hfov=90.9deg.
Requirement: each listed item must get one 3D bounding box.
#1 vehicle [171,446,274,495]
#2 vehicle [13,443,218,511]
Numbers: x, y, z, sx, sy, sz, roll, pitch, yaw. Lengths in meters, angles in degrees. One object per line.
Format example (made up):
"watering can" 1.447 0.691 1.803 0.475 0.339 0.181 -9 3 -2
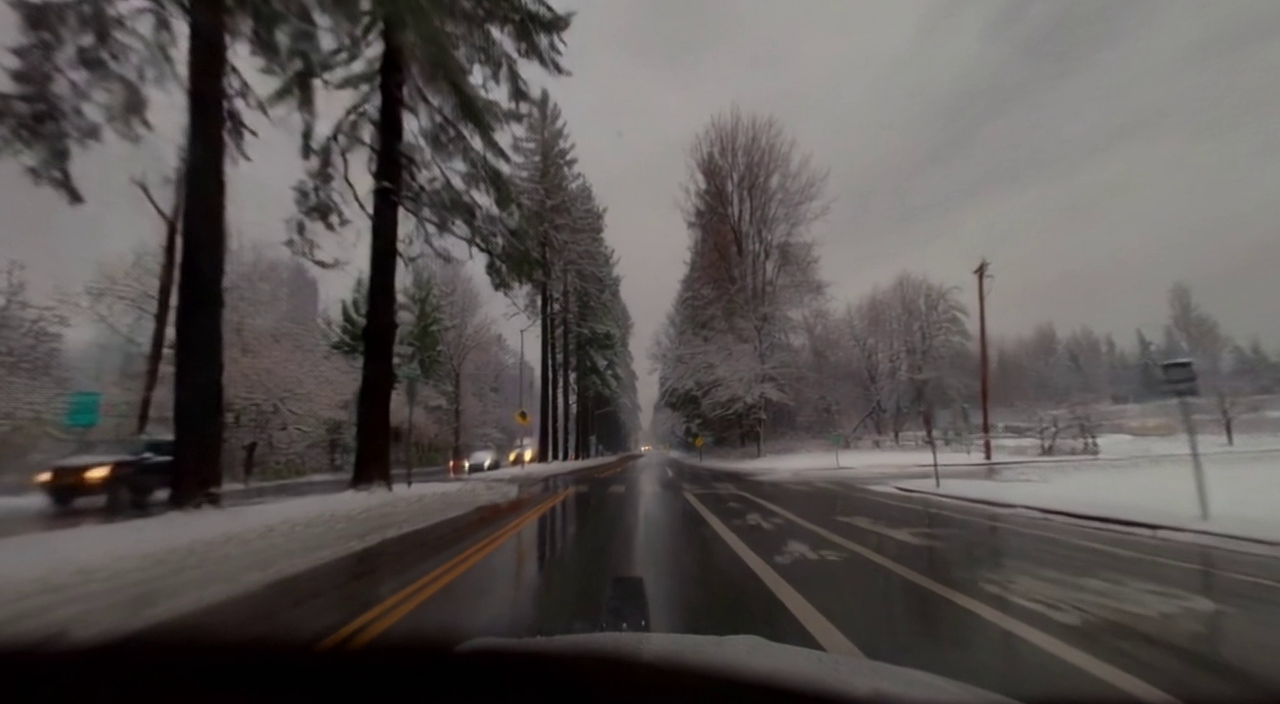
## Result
"vehicle" -18.285 5.159 27.830 2.050 1.962 3.459 -1 -8 2
"vehicle" -18.359 4.336 22.627 2.279 2.066 5.821 -1 -8 1
